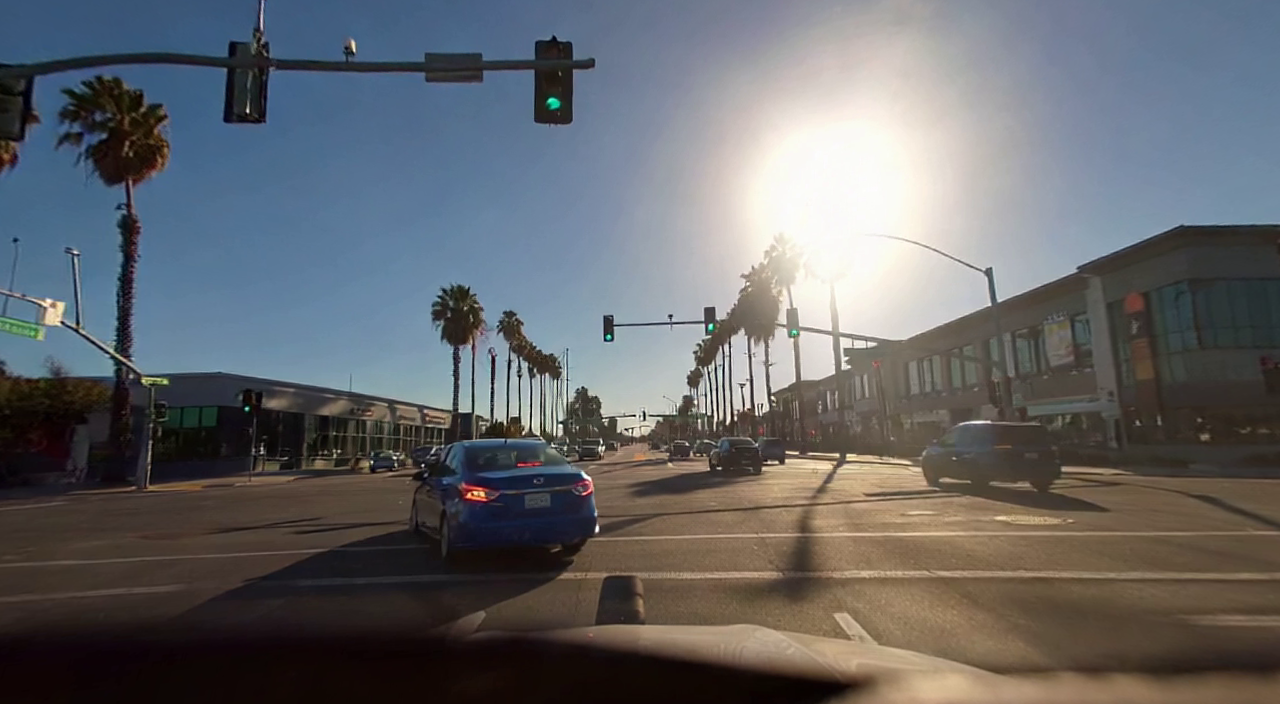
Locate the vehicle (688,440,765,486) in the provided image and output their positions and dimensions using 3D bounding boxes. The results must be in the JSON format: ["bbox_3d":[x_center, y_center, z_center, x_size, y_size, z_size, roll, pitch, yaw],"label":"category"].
[{"bbox_3d":[2.922,3.852,22.309,1.977,1.449,4.254,0,-8,-2],"label":"vehicle"}]

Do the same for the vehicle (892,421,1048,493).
[{"bbox_3d":[9.624,3.110,19.006,2.059,1.859,4.690,0,-8,-1],"label":"vehicle"}]

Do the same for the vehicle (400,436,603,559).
[{"bbox_3d":[-2.410,2.116,10.065,2.089,1.471,4.206,4,-10,-27],"label":"vehicle"}]

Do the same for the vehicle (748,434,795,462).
[{"bbox_3d":[9.344,6.886,45.354,2.027,1.848,5.158,1,-9,-3],"label":"vehicle"}]
